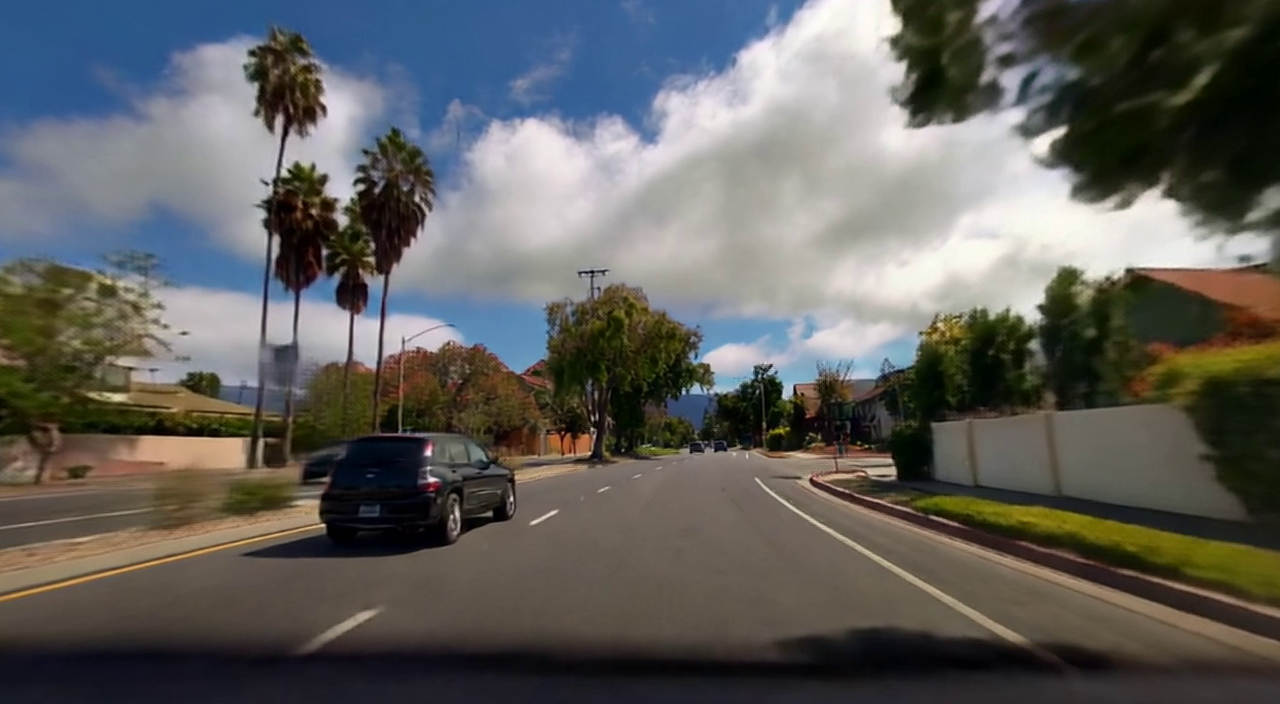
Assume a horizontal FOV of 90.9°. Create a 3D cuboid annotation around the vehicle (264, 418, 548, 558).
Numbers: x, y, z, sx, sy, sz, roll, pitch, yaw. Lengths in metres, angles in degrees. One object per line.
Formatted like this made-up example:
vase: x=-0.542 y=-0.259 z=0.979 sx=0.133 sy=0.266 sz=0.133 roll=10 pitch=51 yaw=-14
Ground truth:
vehicle: x=-2.932 y=1.850 z=9.325 sx=2.075 sy=1.498 sz=4.730 roll=-1 pitch=-9 yaw=5
